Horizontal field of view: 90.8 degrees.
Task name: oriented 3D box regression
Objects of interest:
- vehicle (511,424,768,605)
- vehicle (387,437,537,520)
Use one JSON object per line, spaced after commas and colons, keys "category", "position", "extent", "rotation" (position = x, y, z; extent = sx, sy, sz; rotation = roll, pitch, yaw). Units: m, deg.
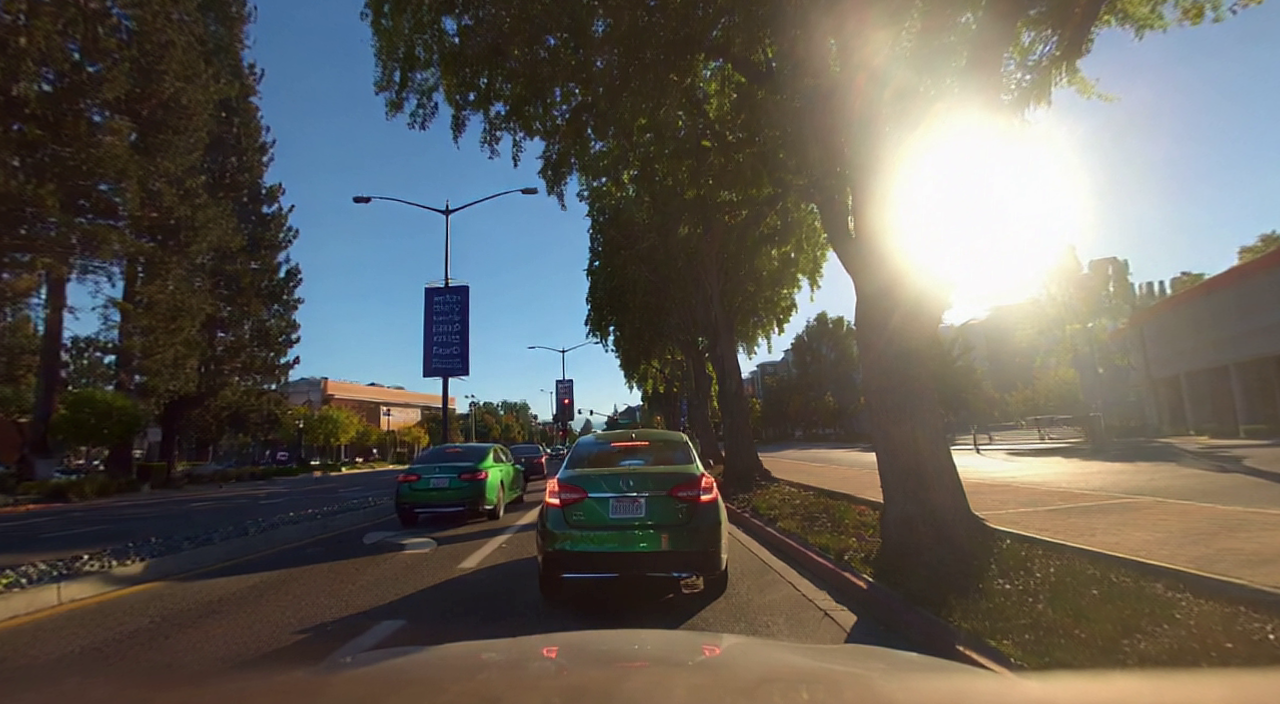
{"category": "vehicle", "position": [-0.059, 1.639, 7.293], "extent": [2.126, 1.475, 3.967], "rotation": [0, -8, -2]}
{"category": "vehicle", "position": [-3.488, 2.548, 13.308], "extent": [1.952, 1.431, 4.383], "rotation": [0, -8, -1]}
